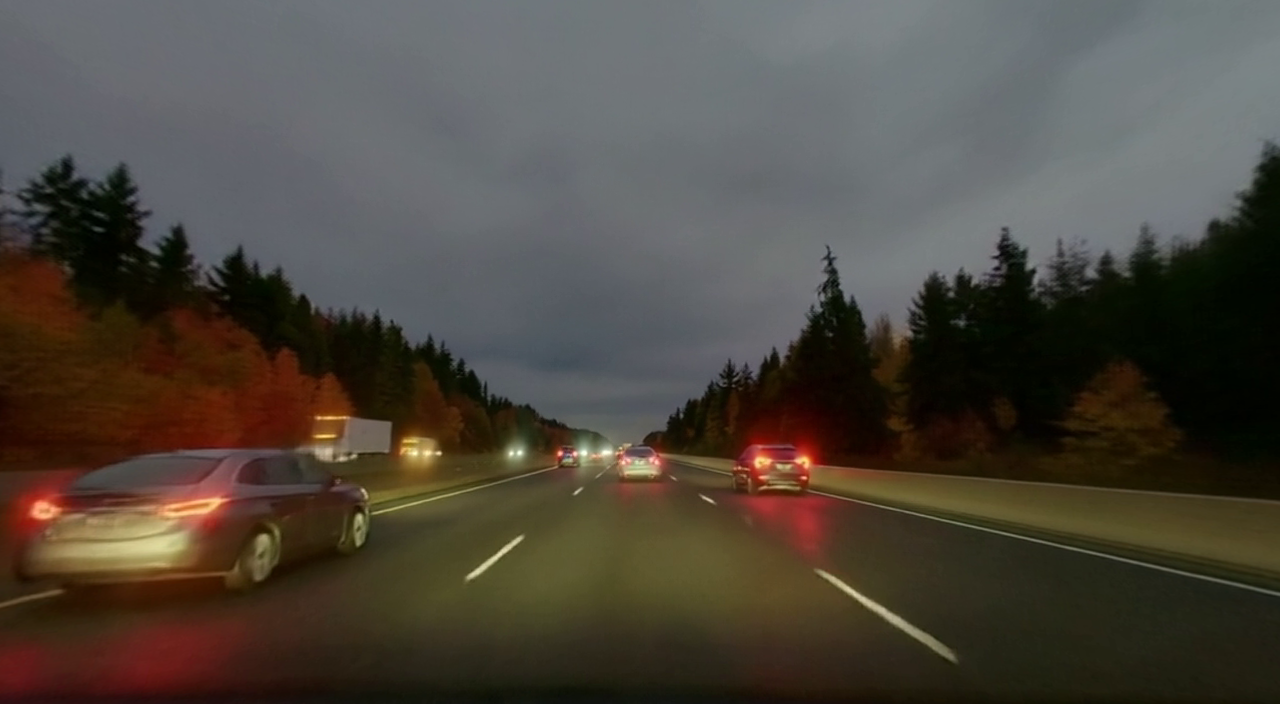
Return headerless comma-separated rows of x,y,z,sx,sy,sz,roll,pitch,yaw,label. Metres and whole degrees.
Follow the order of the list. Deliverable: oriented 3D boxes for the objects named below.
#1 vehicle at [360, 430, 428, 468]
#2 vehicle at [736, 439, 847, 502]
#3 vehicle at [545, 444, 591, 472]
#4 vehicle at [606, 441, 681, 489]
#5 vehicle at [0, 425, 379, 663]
-18.291,7.261,47.015,2.331,2.589,6.819,0,-9,0,vehicle
4.186,3.350,18.176,2.035,1.571,4.413,0,-9,-1,vehicle
-4.659,6.912,41.087,2.545,1.679,4.267,0,-9,0,vehicle
0.094,4.308,24.297,2.634,1.679,4.070,0,-9,-1,vehicle
-4.394,1.516,6.030,2.017,1.469,4.113,0,-9,-1,vehicle
